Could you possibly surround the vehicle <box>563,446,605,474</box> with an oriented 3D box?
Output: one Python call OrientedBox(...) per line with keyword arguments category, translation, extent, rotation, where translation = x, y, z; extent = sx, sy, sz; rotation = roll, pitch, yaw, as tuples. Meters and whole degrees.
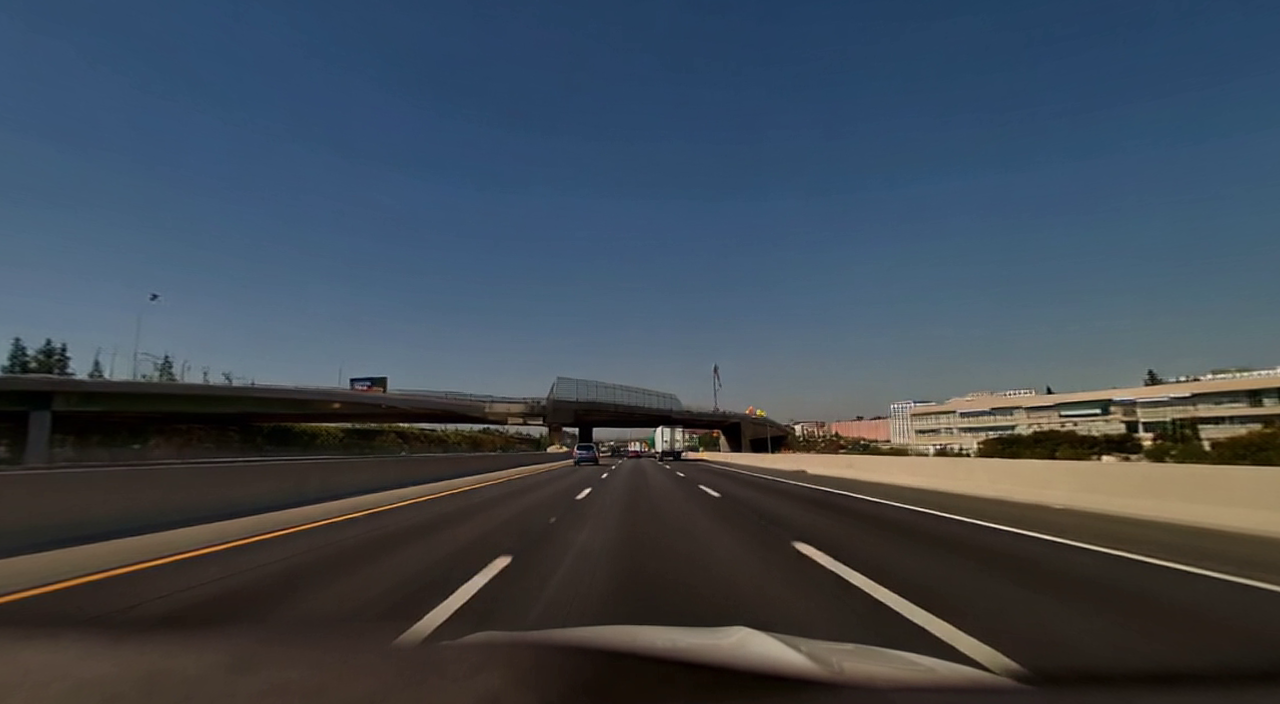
OrientedBox(category="vehicle", translation=(-3.241, 6.297, 36.968), extent=(2.100, 1.525, 4.179), rotation=(0, -9, 0))
